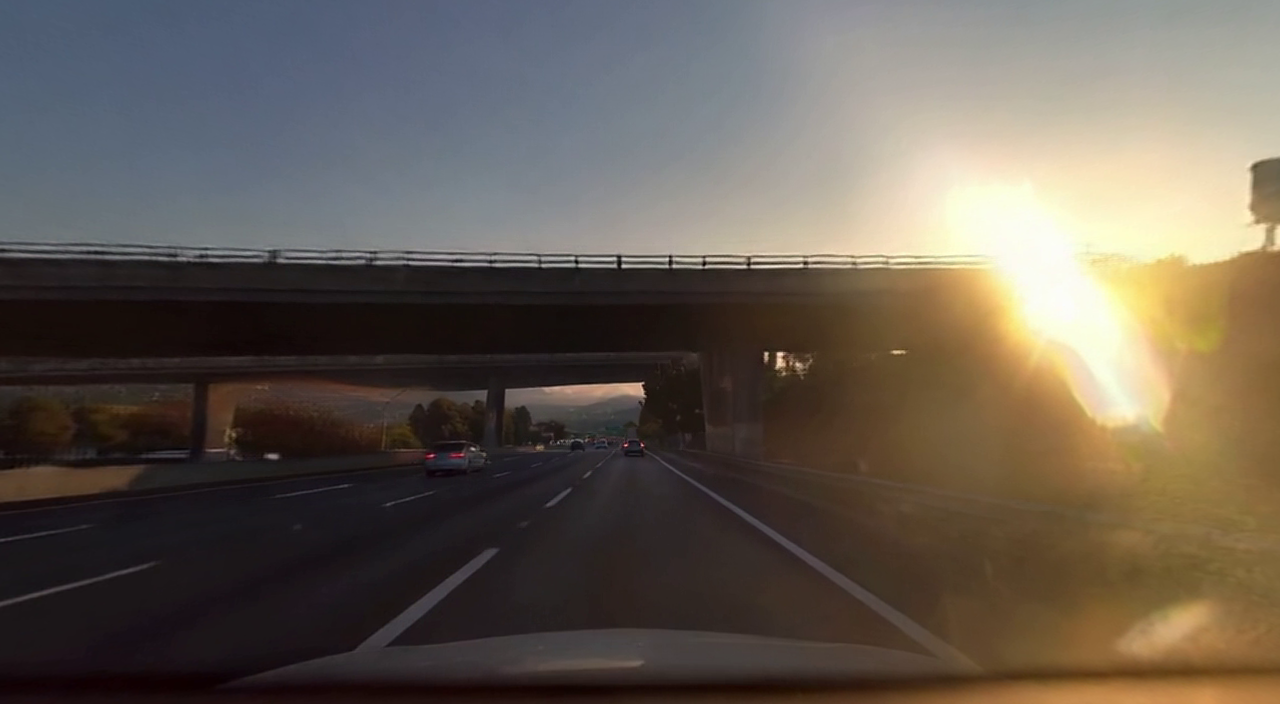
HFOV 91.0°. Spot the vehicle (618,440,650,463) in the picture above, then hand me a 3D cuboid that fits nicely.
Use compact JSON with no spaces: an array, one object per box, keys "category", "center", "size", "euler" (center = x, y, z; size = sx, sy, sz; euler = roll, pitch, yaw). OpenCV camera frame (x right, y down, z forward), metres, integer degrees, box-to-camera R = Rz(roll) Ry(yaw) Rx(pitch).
[{"category":"vehicle","center":[-0.438,6.753,42.972],"size":[2.072,1.440,3.690],"euler":[0,-8,-1]}]

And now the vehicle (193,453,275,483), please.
[{"category":"vehicle","center":[-22.668,6.475,35.371],"size":[1.827,1.429,4.211],"euler":[0,-8,-1]}]

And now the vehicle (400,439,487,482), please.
[{"category":"vehicle","center":[-7.535,4.185,24.668],"size":[1.939,1.504,4.727],"euler":[0,-8,-1]}]
